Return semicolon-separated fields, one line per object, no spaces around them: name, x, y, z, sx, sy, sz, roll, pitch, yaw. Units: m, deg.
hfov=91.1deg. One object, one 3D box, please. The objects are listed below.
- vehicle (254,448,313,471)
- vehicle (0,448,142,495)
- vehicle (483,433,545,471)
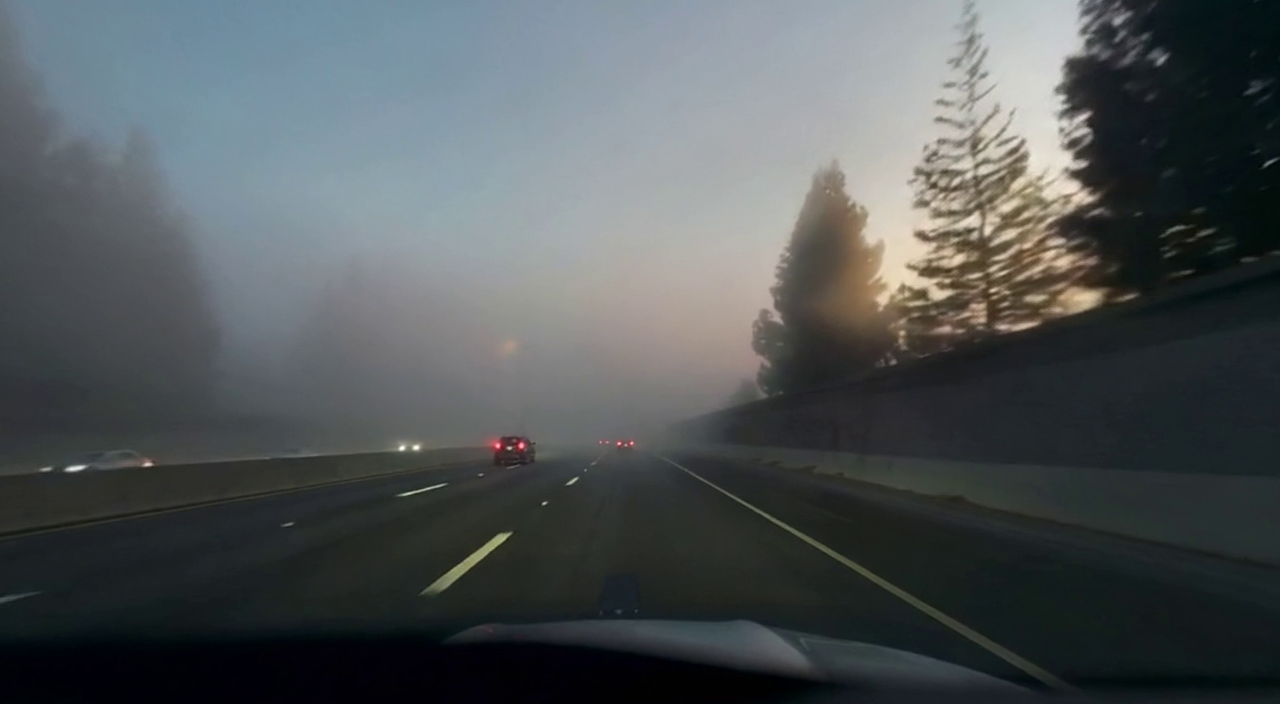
vehicle;-24.504;7.355;43.338;1.692;1.446;4.110;0;-8;-1
vehicle;-23.642;4.903;26.222;1.896;1.640;4.744;0;-8;-2
vehicle;-5.367;4.297;27.324;1.988;1.505;4.044;0;-8;-2
